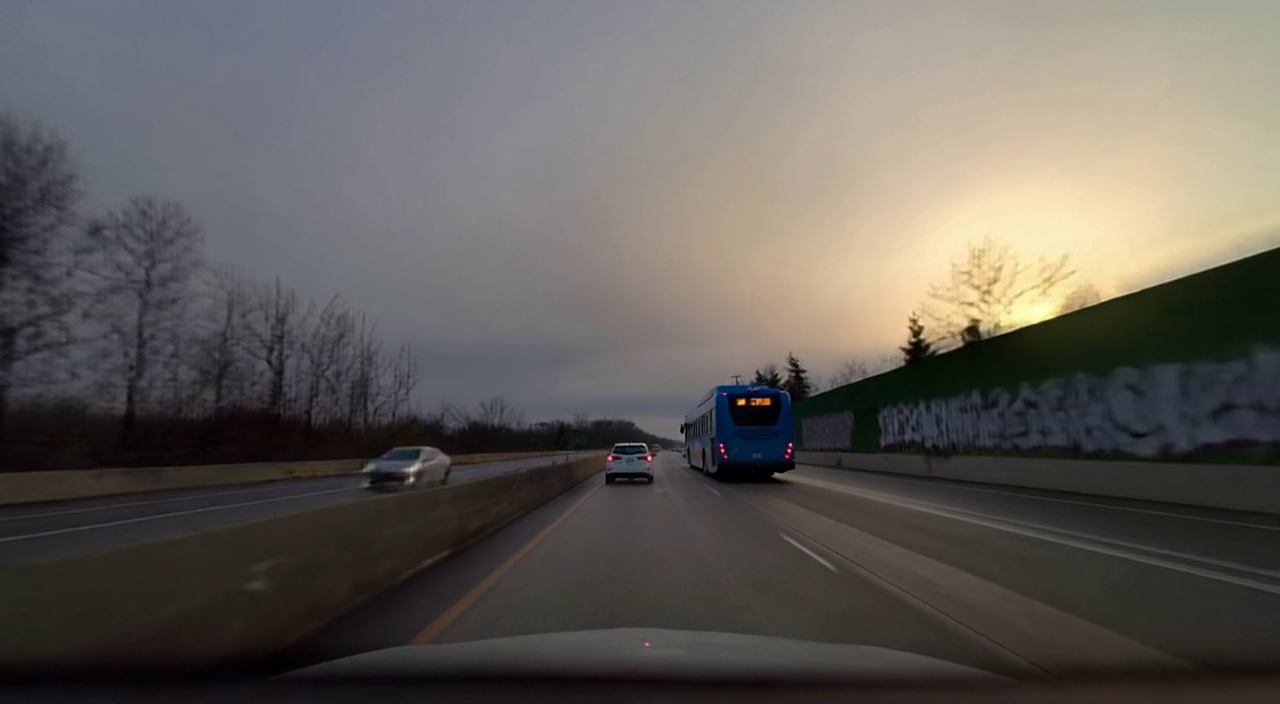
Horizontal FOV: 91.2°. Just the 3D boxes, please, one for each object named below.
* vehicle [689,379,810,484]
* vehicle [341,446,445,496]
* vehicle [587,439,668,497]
[{"bbox_3d":[4.124,3.600,27.139,3.055,3.479,12.521,-1,-9,1],"label":"vehicle"},{"bbox_3d":[-8.607,4.156,22.306,1.922,1.560,4.165,-1,-9,1],"label":"vehicle"},{"bbox_3d":[-0.302,3.457,18.993,2.160,1.532,4.073,-1,-9,1],"label":"vehicle"}]
